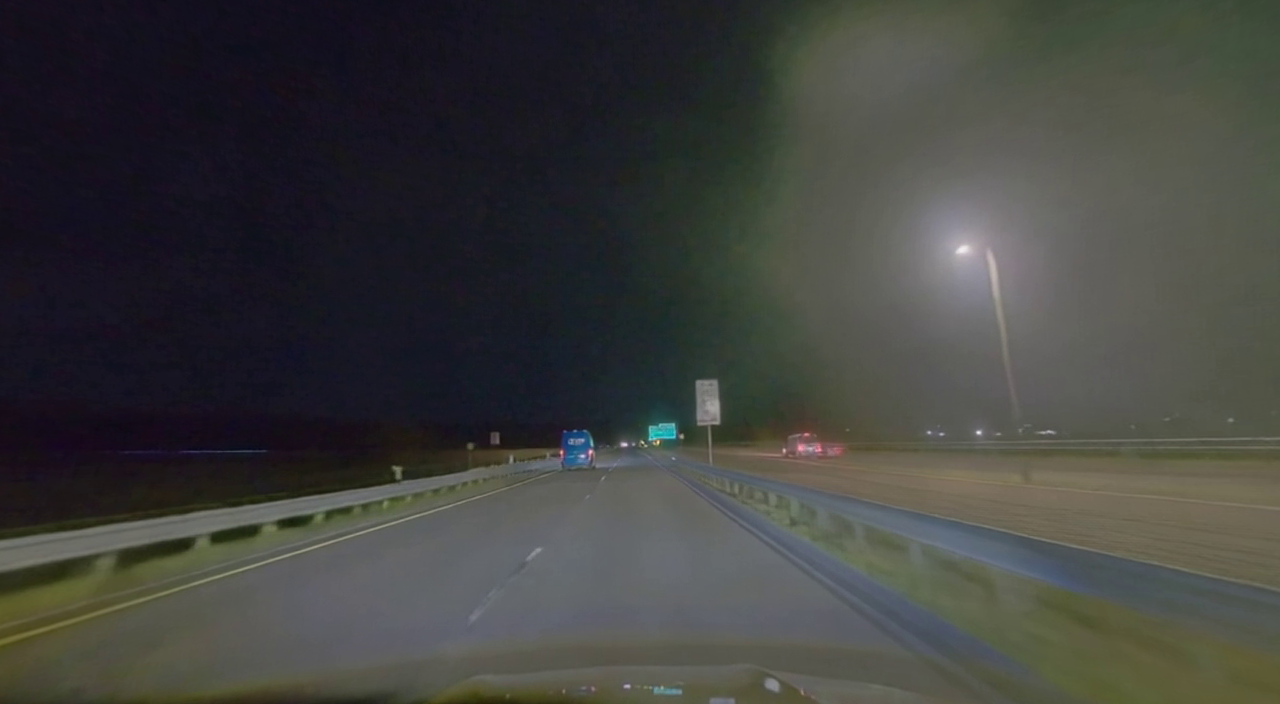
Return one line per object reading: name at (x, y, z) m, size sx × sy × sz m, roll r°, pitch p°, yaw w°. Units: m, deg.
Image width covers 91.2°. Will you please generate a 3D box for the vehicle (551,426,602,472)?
vehicle at (-3.849, 6.090, 39.357) m, size 2.463 × 2.640 × 7.034 m, roll 0°, pitch -9°, yaw 0°
